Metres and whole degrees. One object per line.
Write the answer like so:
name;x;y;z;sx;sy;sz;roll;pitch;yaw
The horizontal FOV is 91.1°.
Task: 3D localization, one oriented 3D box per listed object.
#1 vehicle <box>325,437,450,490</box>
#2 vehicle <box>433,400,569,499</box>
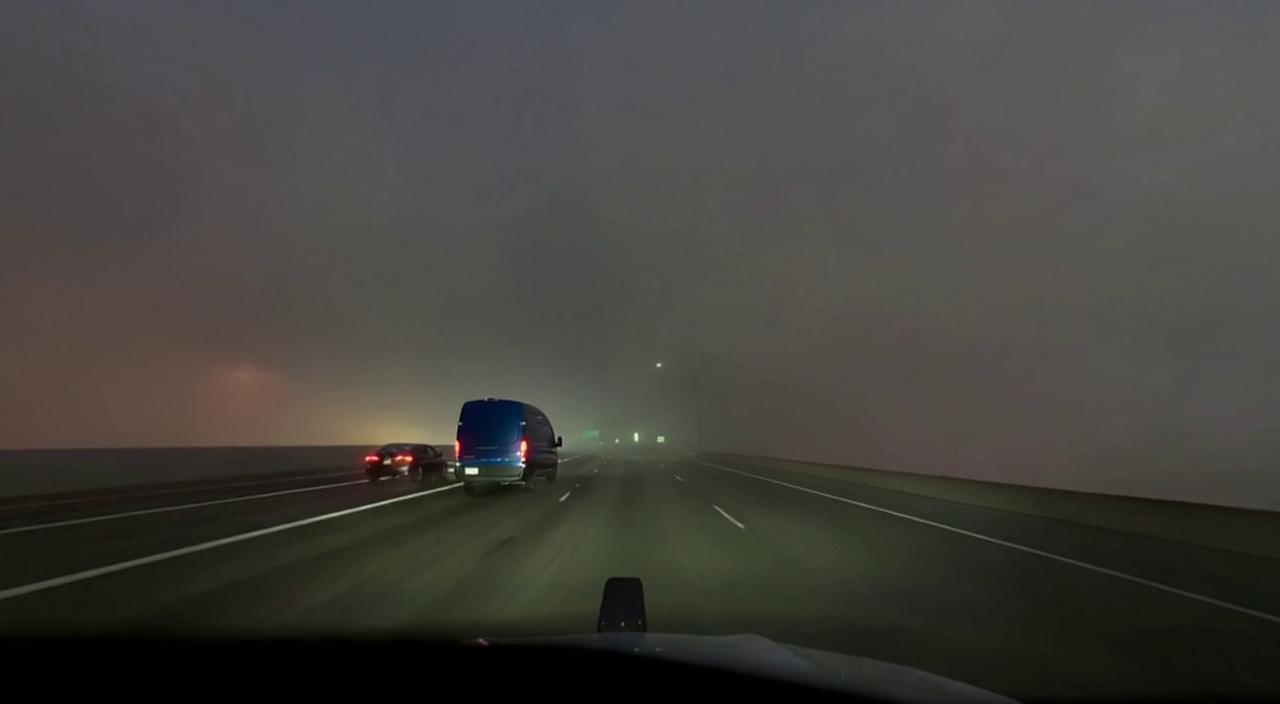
vehicle;-7.903;3.518;20.253;1.987;1.490;4.781;0;-8;1
vehicle;-3.472;2.636;17.104;2.372;2.248;5.393;0;-9;1
